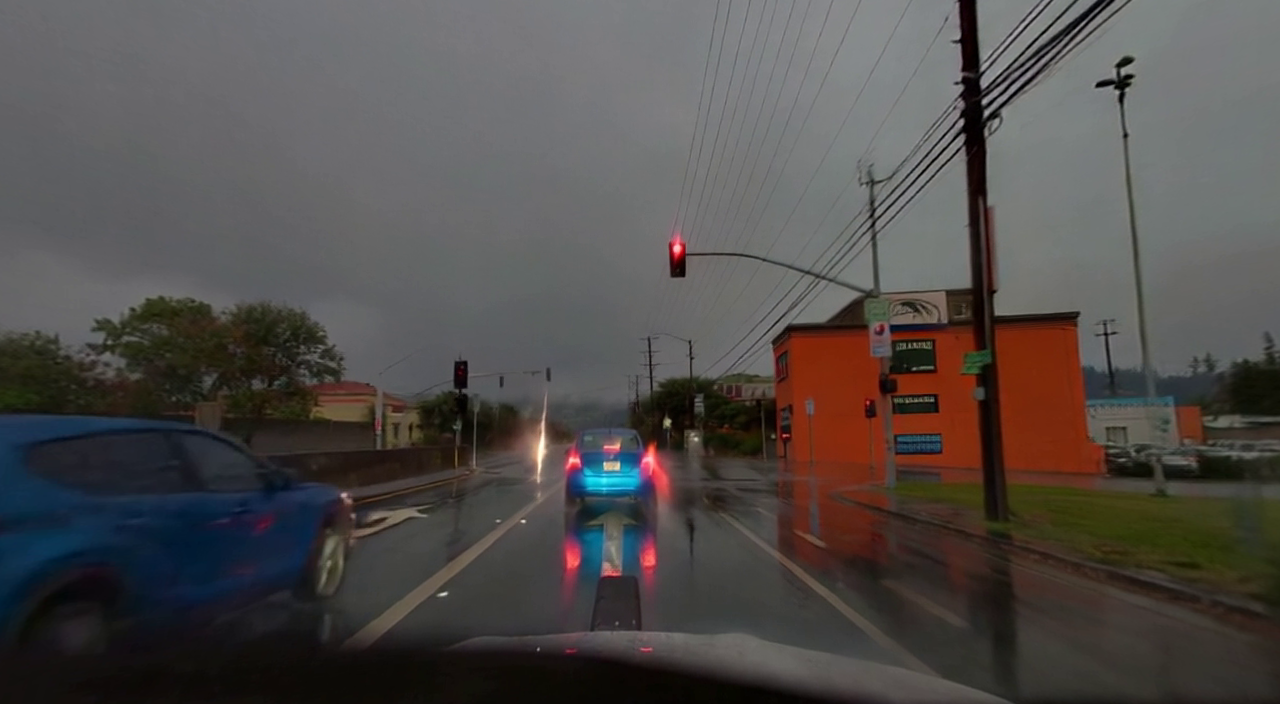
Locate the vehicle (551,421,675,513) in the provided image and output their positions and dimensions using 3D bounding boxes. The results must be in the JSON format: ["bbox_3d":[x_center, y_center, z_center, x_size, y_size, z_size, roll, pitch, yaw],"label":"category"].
[{"bbox_3d":[-0.489,2.237,12.743,2.123,1.566,3.662,0,-8,-1],"label":"vehicle"}]

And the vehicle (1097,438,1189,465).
[{"bbox_3d":[27.886,5.492,35.037,1.635,1.433,3.558,4,-9,-30],"label":"vehicle"}]

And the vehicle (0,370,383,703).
[{"bbox_3d":[-3.415,1.035,3.606,2.097,1.573,4.284,0,-8,-1],"label":"vehicle"}]
